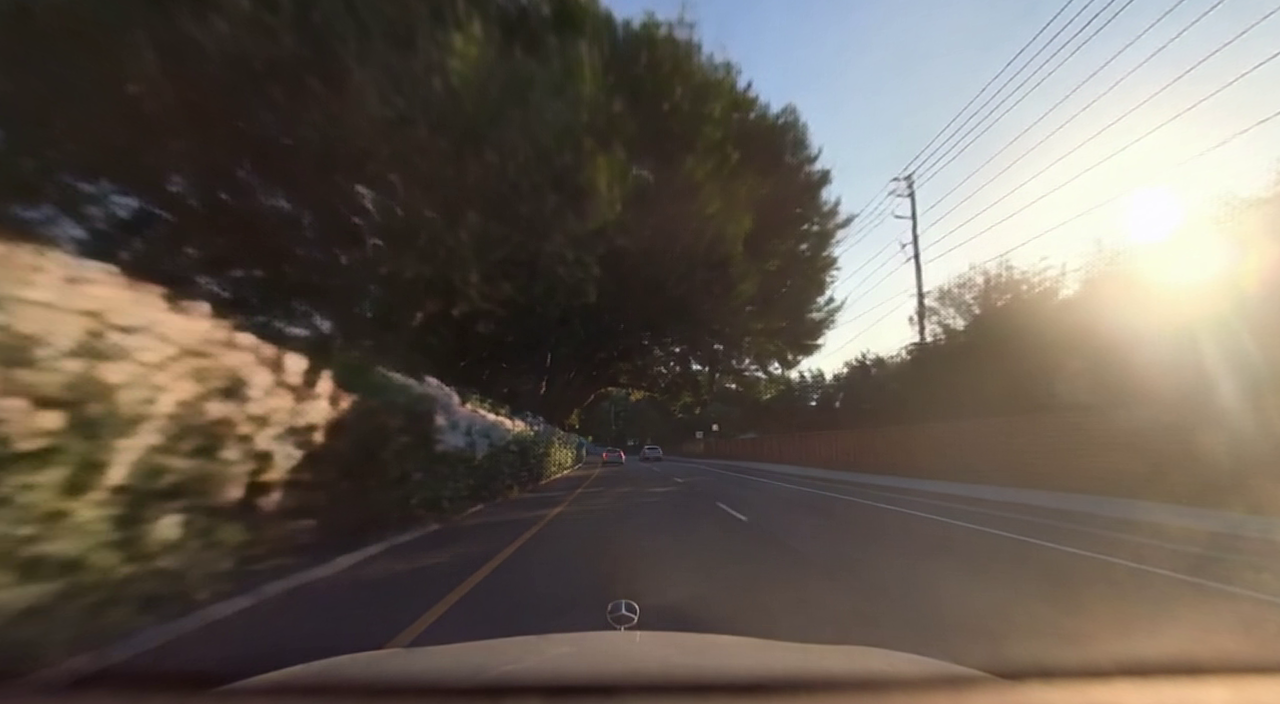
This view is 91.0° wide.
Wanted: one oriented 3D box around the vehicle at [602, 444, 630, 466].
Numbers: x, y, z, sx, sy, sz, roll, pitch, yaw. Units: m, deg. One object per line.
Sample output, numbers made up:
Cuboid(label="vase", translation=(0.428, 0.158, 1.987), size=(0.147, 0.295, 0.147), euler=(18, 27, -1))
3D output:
Cuboid(label="vehicle", translation=(-1.925, 7.982, 48.909), size=(2.005, 1.633, 4.044), euler=(1, -8, -4))
